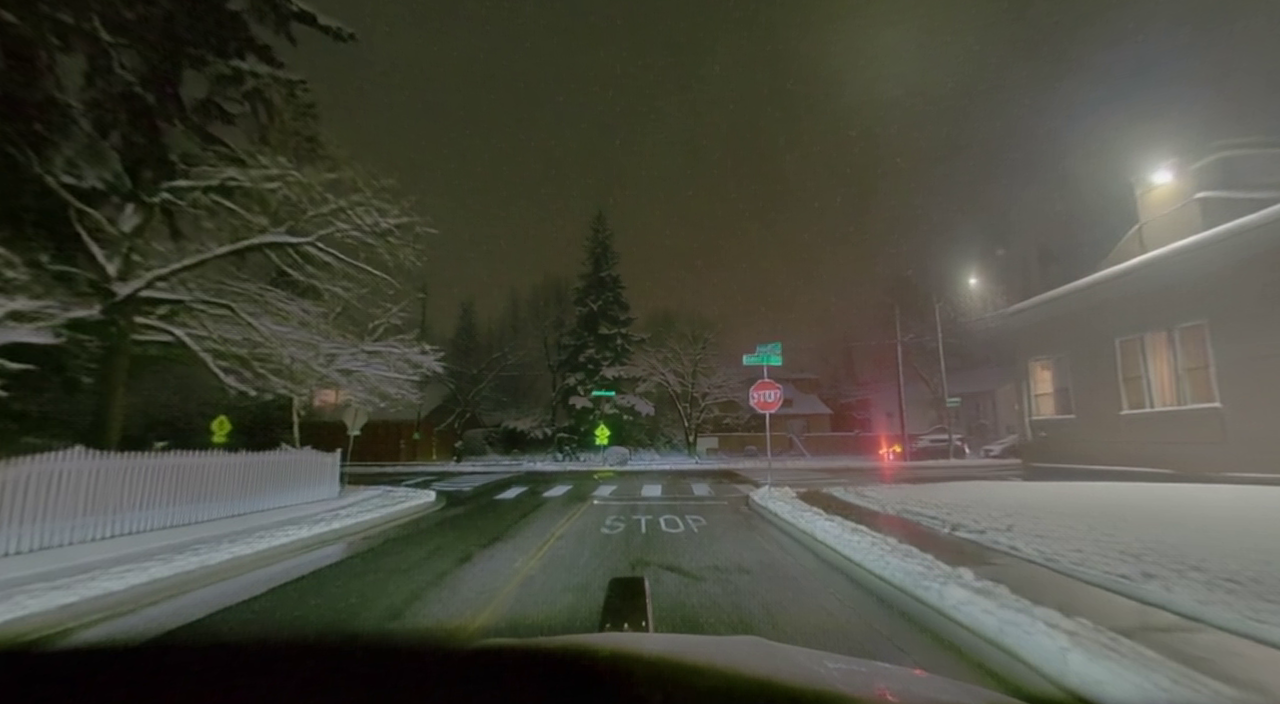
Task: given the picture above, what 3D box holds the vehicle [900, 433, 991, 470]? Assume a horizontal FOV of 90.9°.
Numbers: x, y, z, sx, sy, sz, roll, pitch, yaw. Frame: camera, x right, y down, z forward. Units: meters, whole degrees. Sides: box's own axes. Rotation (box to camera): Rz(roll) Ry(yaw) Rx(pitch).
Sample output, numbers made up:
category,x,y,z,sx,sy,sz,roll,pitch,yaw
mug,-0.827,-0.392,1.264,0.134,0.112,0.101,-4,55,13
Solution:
category,x,y,z,sx,sy,sz,roll,pitch,yaw
vehicle,18.973,6.203,39.381,2.395,2.164,4.475,5,-10,-26
